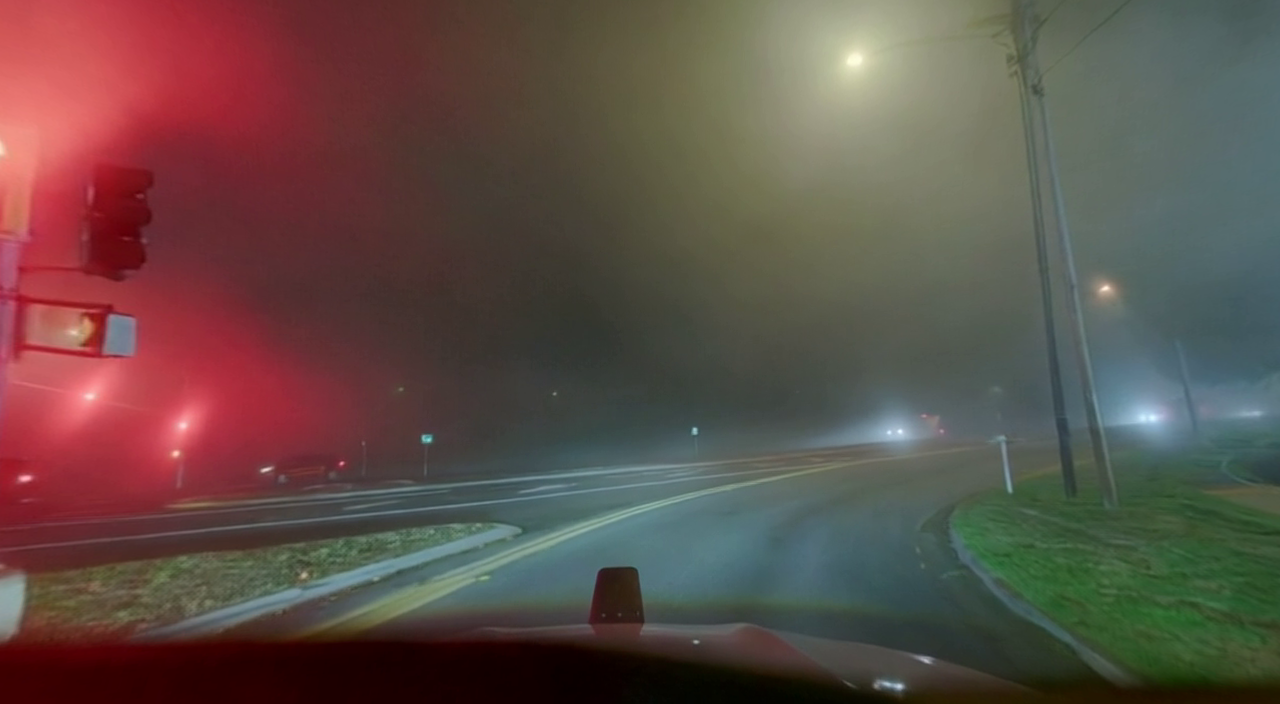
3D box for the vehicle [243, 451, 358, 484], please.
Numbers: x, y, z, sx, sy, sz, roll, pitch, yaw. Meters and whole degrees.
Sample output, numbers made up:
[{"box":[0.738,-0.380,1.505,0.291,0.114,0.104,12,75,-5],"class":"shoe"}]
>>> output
[{"box":[-16.609,5.630,30.946,1.811,1.444,4.527,-8,-11,42],"class":"vehicle"}]
